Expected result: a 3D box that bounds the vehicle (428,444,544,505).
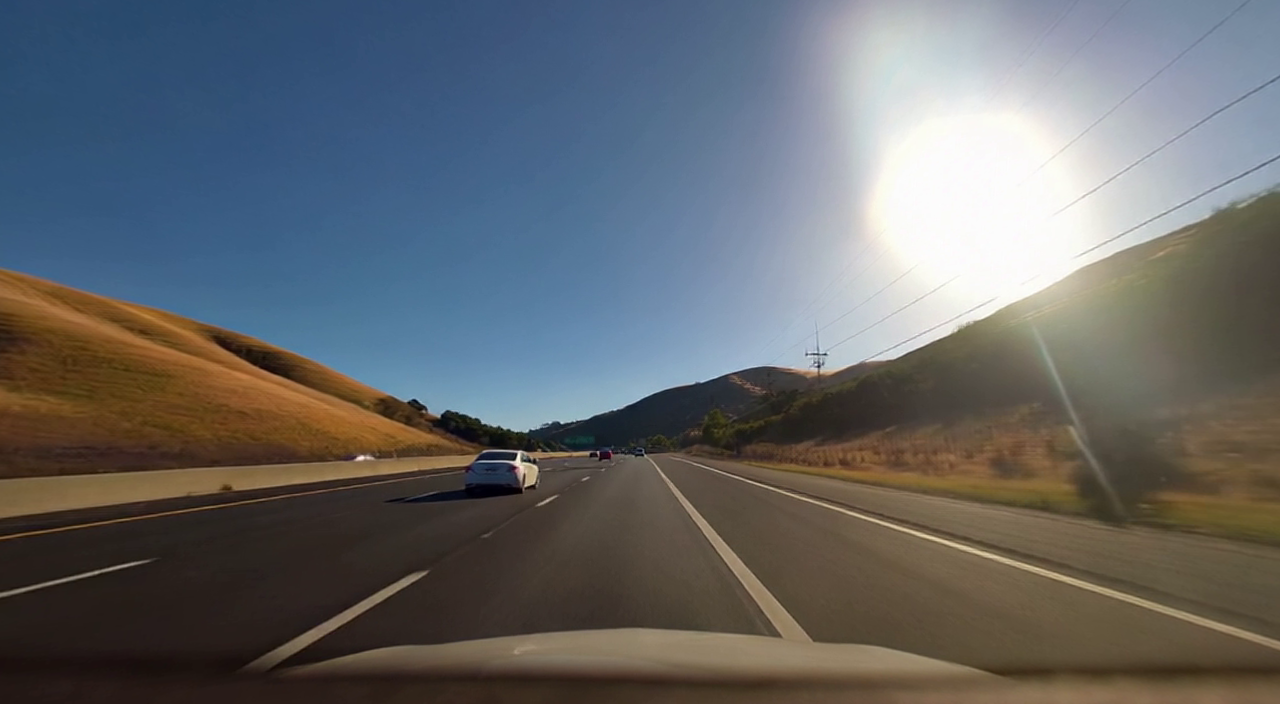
[{"bbox_3d":[-4.246,3.458,18.369,2.064,1.489,4.966,0,-9,1],"label":"vehicle"}]
